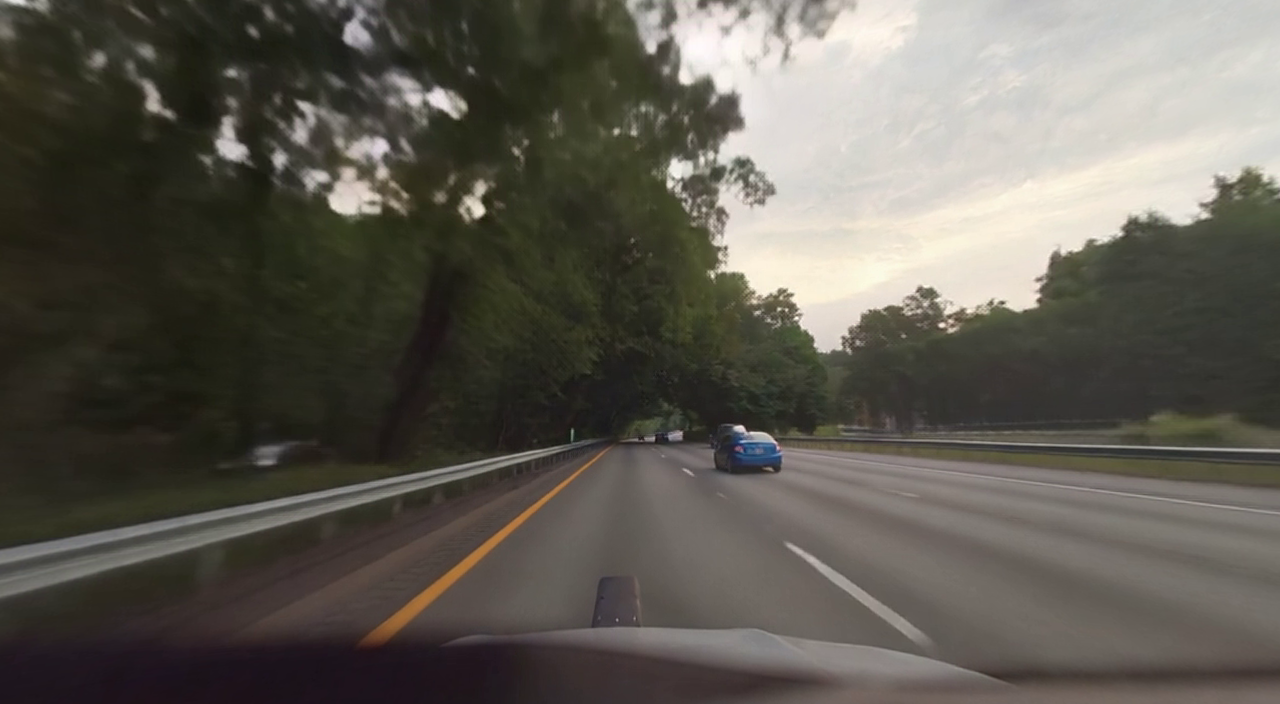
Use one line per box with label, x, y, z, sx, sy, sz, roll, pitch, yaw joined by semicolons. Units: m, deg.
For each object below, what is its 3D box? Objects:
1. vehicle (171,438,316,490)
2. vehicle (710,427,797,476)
vehicle;-13.843;3.895;22.457;2.019;1.603;4.890;0;-8;-1
vehicle;3.761;3.386;21.767;2.017;1.502;4.369;0;-8;-2
